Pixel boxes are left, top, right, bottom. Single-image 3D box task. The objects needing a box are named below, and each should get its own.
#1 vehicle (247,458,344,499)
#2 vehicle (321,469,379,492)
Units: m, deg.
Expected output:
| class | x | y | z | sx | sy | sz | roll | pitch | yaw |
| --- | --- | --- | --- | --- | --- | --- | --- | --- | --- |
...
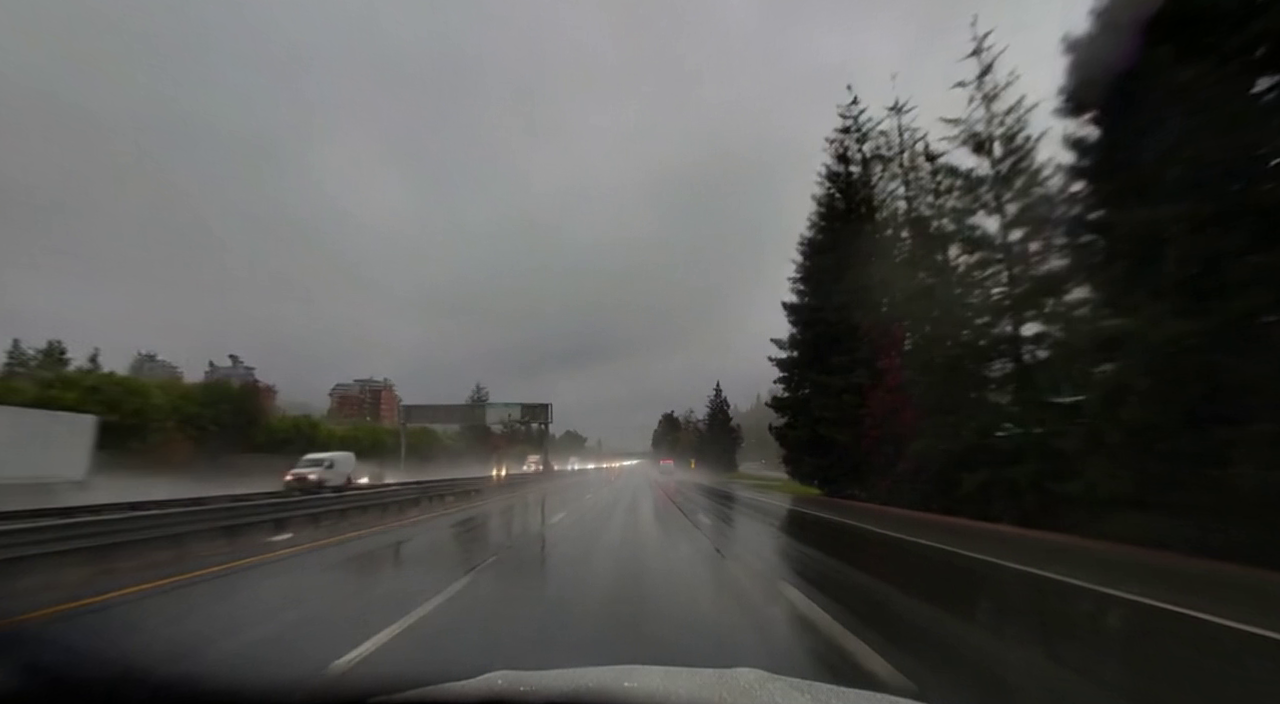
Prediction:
| class | x | y | z | sx | sy | sz | roll | pitch | yaw |
| --- | --- | --- | --- | --- | --- | --- | --- | --- | --- |
| vehicle | -16.033 | 5.919 | 29.653 | 1.941 | 1.730 | 4.593 | 1 | -10 | 0 |
| vehicle | -20.184 | 8.960 | 44.046 | 1.849 | 1.483 | 4.542 | 1 | -10 | 0 |
